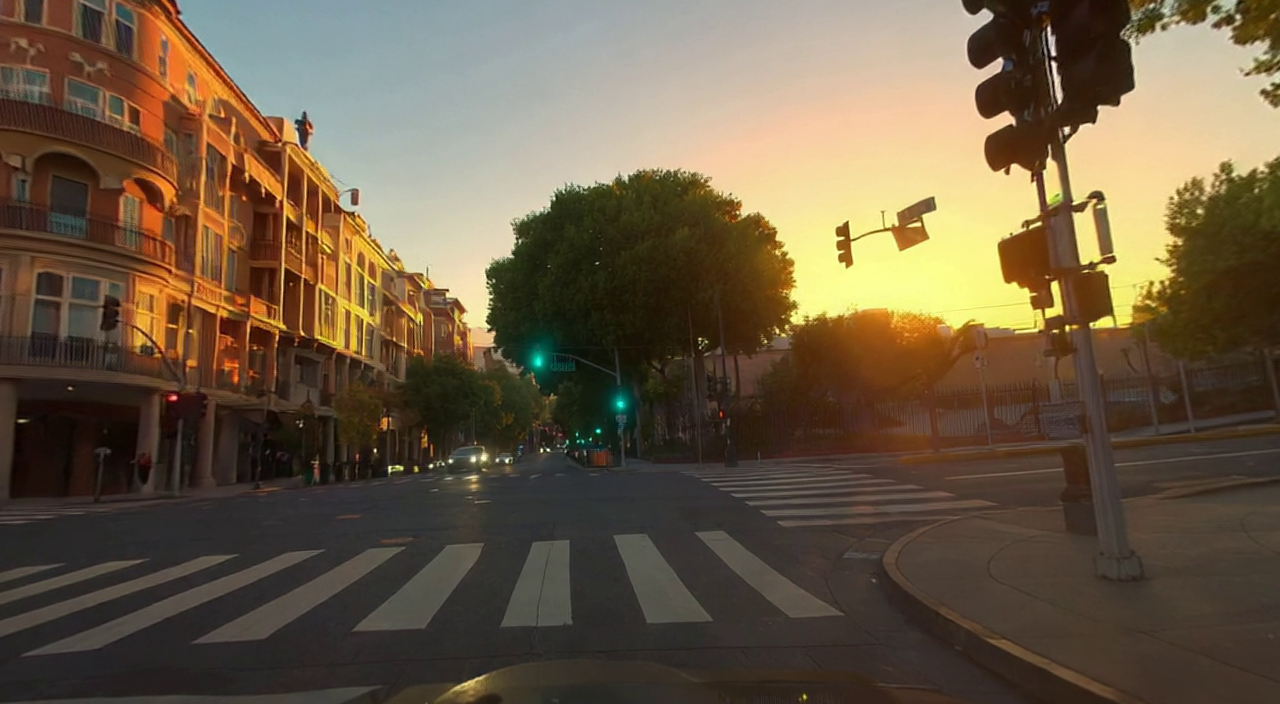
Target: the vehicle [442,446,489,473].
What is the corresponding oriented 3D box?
[{"bbox_3d":[-10.452,6.468,38.153,2.196,1.503,4.371,1,-8,-8],"label":"vehicle"}]
